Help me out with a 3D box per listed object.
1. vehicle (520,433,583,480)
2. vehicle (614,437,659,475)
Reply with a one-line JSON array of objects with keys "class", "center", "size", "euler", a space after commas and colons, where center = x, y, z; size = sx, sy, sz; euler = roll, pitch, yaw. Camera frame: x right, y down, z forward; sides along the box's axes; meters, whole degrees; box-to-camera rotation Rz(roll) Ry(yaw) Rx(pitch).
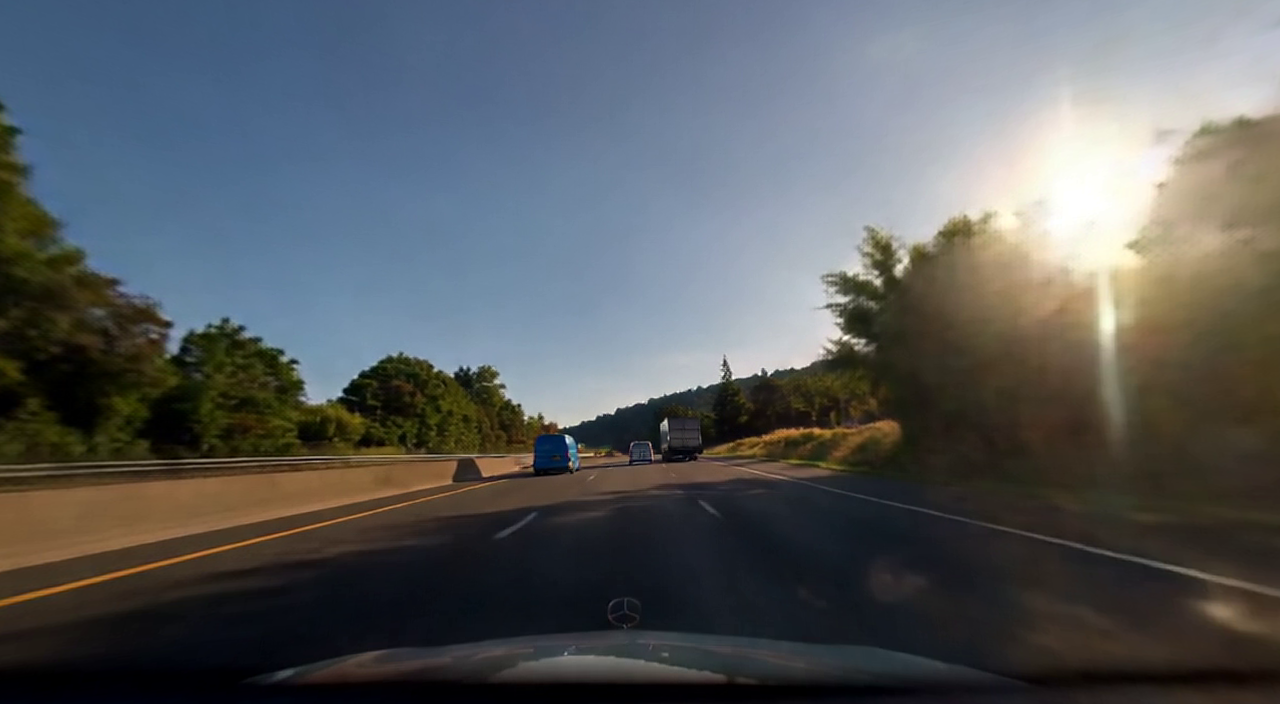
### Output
[{"class": "vehicle", "center": [-4.017, 4.843, 29.439], "size": [2.167, 1.991, 5.062], "euler": [0, -9, 0]}, {"class": "vehicle", "center": [-0.162, 5.481, 33.307], "size": [2.209, 1.825, 4.036], "euler": [0, -9, 0]}]
